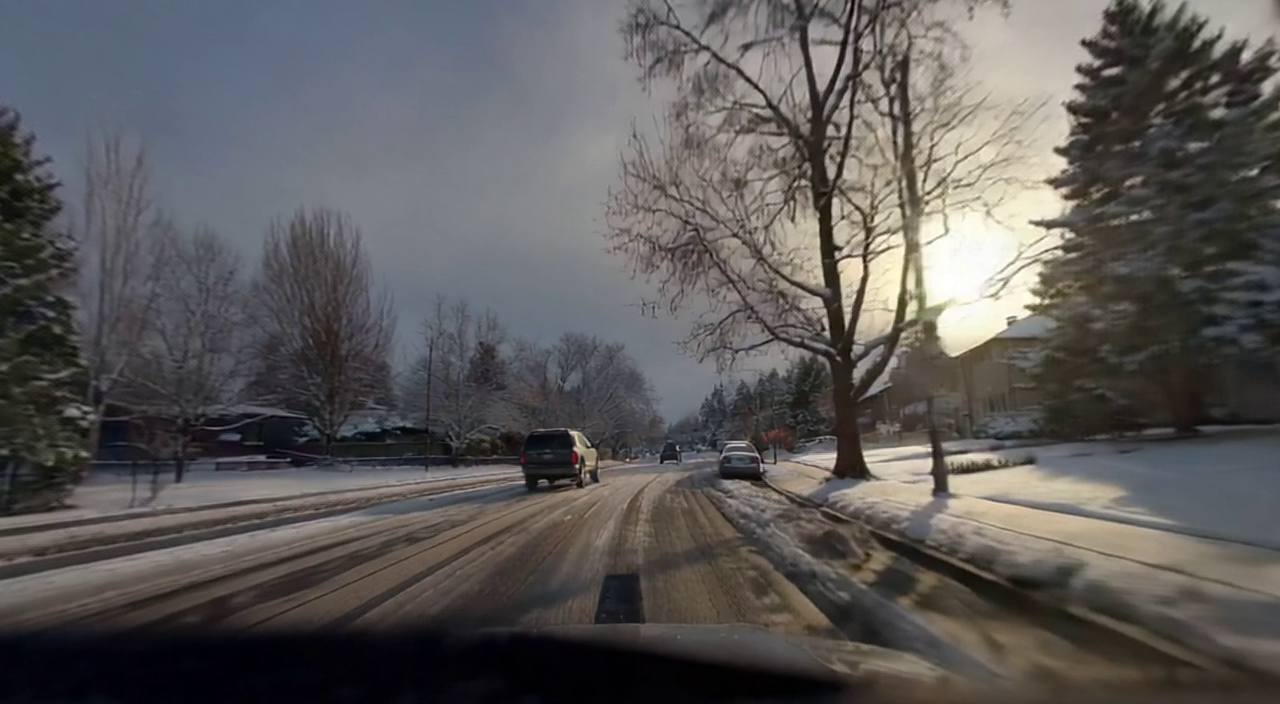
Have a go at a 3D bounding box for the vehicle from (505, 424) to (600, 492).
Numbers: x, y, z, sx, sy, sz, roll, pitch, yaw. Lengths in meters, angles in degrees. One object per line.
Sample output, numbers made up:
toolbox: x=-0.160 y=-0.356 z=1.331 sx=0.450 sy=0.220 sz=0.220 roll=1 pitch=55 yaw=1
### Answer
vehicle: x=-2.888 y=3.705 z=22.258 sx=2.085 sy=2.084 sz=5.133 roll=-1 pitch=-9 yaw=6

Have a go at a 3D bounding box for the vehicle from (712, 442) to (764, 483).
vehicle: x=4.205 y=4.798 z=27.761 sx=2.040 sy=1.643 sz=4.446 roll=-1 pitch=-9 yaw=7
